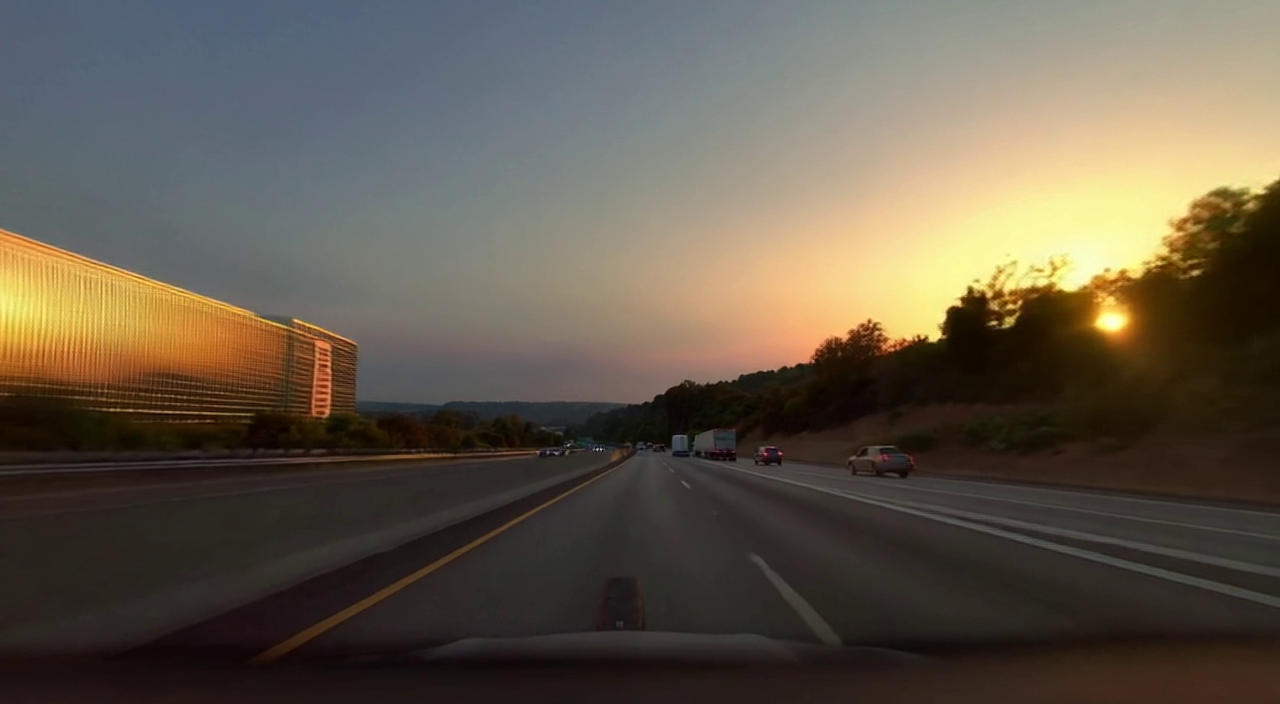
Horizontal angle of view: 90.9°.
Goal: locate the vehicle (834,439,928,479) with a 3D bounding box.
[{"bbox_3d":[10.682,4.777,28.391,2.127,1.646,4.926,0,-9,-2],"label":"vehicle"}]
